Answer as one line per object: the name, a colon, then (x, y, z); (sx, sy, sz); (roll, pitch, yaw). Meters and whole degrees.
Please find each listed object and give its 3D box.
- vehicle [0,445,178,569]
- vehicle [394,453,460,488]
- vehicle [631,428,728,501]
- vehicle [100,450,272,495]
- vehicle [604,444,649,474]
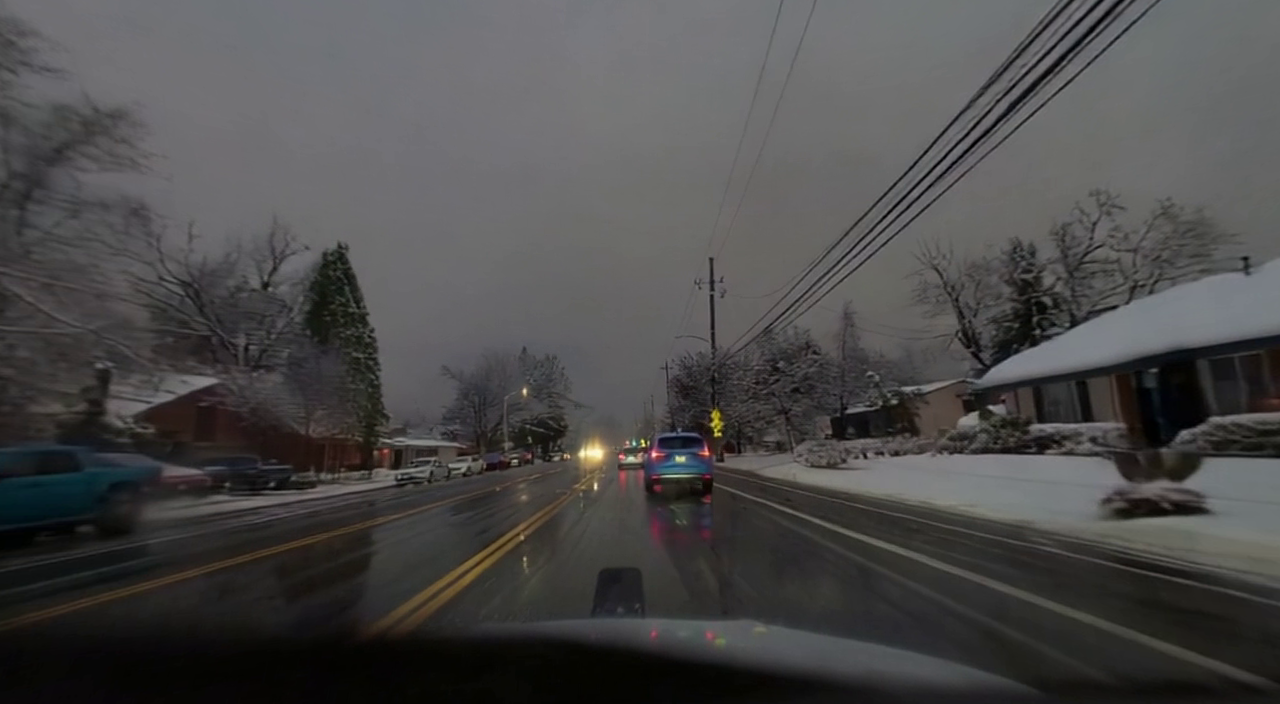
vehicle: (-12.114, 2.933, 12.294); (2.504, 2.031, 5.237); (-3, -8, -3)
vehicle: (-12.365, 6.862, 37.042); (2.150, 1.644, 5.120); (-5, -8, -1)
vehicle: (0.944, 3.117, 17.914); (2.200, 1.763, 4.676); (0, -8, -3)
vehicle: (-20.706, 5.479, 29.086); (6.011, 1.909, 2.279); (1, -9, -4)
vehicle: (-0.729, 5.609, 33.335); (2.196, 1.449, 4.006); (0, -8, -2)
